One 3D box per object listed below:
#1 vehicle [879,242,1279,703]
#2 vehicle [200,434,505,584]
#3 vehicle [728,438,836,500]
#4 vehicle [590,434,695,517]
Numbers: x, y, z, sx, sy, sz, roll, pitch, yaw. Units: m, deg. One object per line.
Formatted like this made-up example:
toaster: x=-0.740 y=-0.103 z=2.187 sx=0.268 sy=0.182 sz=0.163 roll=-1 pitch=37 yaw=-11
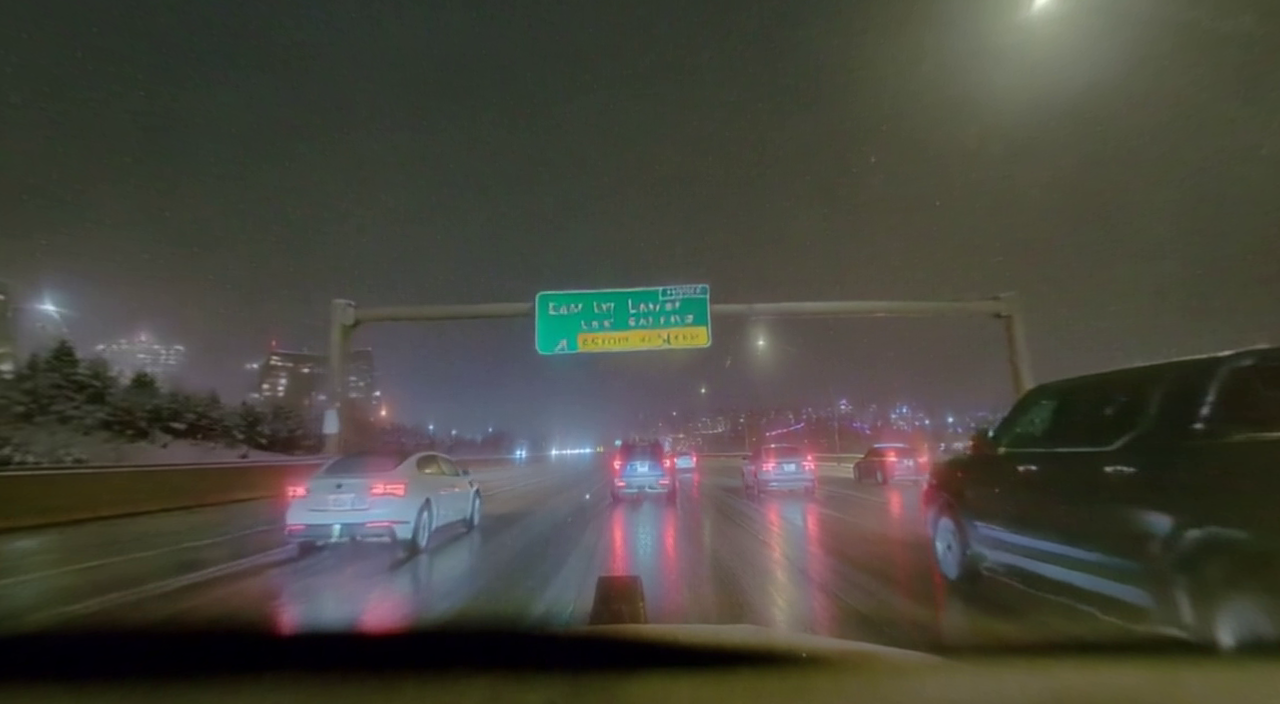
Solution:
vehicle: x=3.882 y=0.771 z=3.539 sx=2.732 sy=2.065 sz=5.826 roll=0 pitch=-9 yaw=0
vehicle: x=-3.471 y=1.984 z=8.855 sx=2.011 sy=1.510 sz=4.698 roll=-1 pitch=-9 yaw=1
vehicle: x=4.136 y=3.483 z=19.078 sx=2.210 sy=1.625 sz=4.249 roll=0 pitch=-9 yaw=-1
vehicle: x=0.050 y=2.796 z=14.670 sx=2.099 sy=1.640 sz=4.134 roll=0 pitch=-9 yaw=0
